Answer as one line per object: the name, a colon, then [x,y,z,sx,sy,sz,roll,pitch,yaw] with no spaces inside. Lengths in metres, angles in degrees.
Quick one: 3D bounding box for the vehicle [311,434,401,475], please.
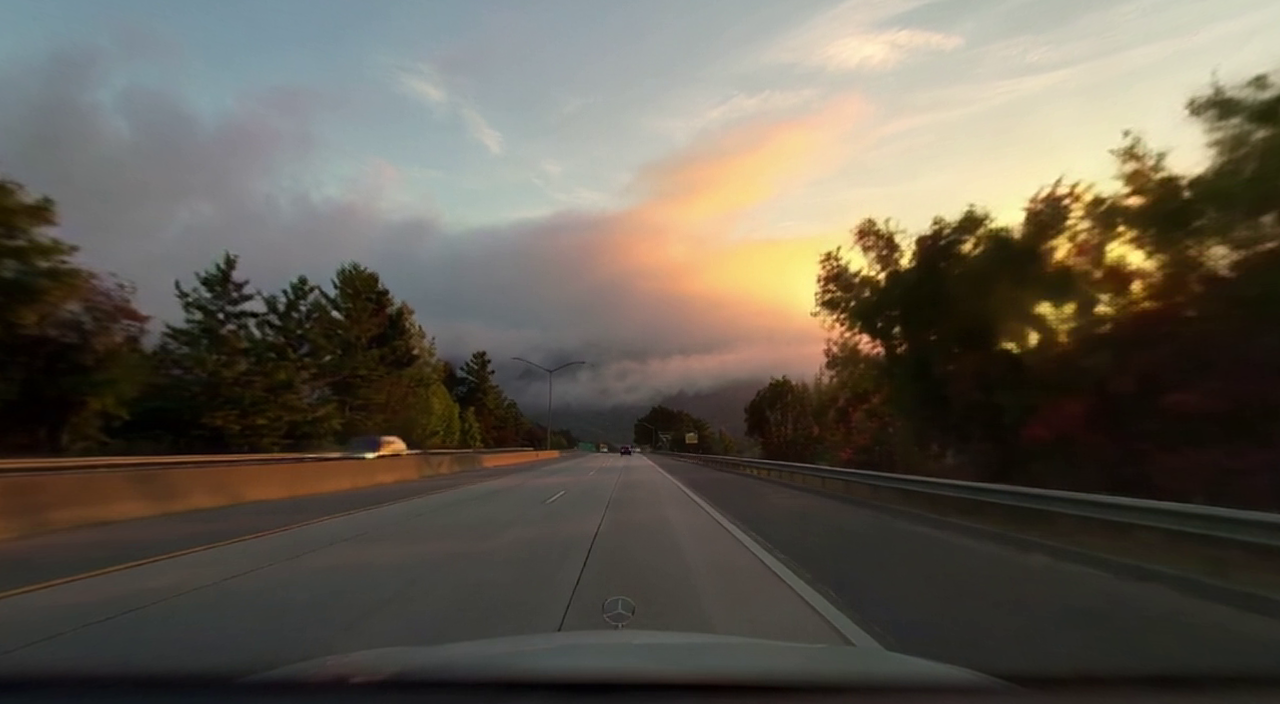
vehicle: [-11.992,4.338,26.808,1.917,1.560,4.168,0,-8,-1]
